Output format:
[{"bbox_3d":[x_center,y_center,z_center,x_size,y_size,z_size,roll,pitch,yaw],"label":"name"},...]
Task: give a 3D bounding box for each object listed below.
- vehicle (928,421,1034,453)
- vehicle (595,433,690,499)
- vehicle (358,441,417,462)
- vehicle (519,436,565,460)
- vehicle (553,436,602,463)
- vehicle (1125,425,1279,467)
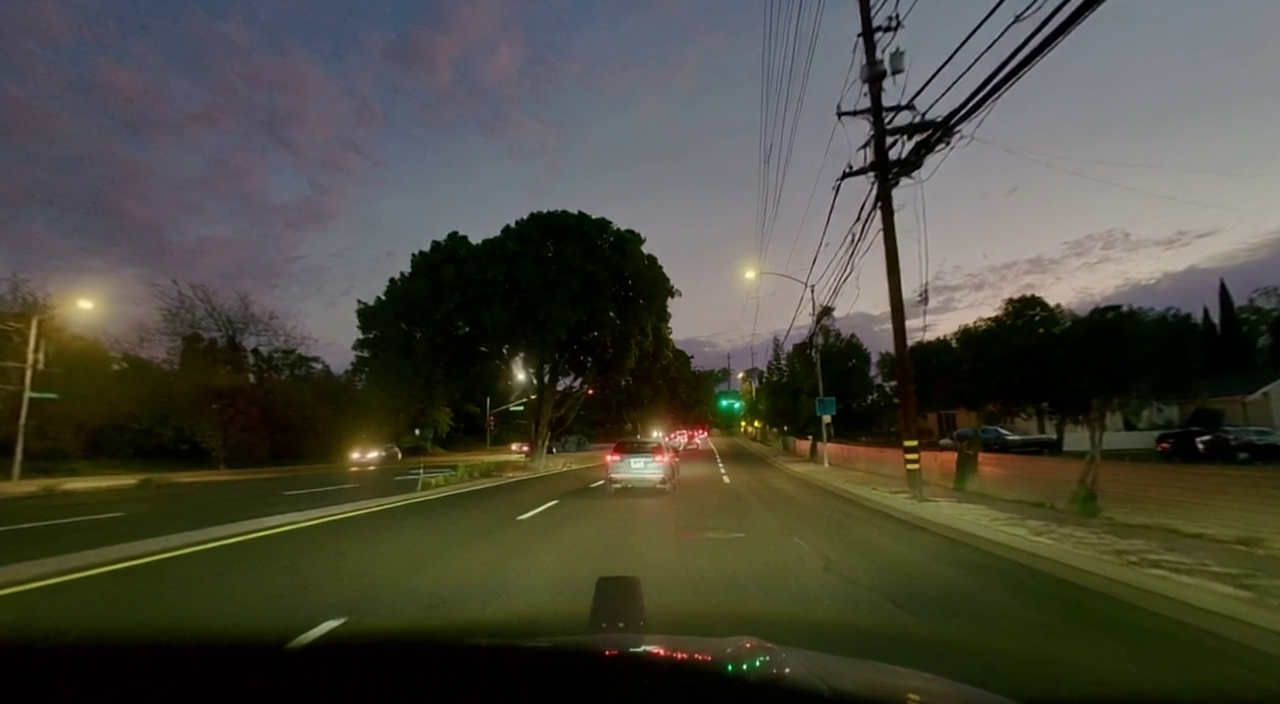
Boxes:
[{"bbox_3d":[18.965,4.783,35.270,4.739,1.708,1.976,-1,-9,7],"label":"vehicle"},{"bbox_3d":[0.205,2.875,16.301,2.117,1.474,4.036,-1,-8,5],"label":"vehicle"},{"bbox_3d":[-19.601,7.748,49.137,1.970,1.546,4.996,-1,-9,8],"label":"vehicle"},{"bbox_3d":[-6.569,6.501,42.668,1.983,1.485,4.159,-1,-9,7],"label":"vehicle"},{"bbox_3d":[-3.684,5.833,37.876,1.928,1.493,4.289,-2,-9,9],"label":"vehicle"},{"bbox_3d":[20.950,3.472,23.208,4.497,1.460,1.851,-1,-9,4],"label":"vehicle"}]
